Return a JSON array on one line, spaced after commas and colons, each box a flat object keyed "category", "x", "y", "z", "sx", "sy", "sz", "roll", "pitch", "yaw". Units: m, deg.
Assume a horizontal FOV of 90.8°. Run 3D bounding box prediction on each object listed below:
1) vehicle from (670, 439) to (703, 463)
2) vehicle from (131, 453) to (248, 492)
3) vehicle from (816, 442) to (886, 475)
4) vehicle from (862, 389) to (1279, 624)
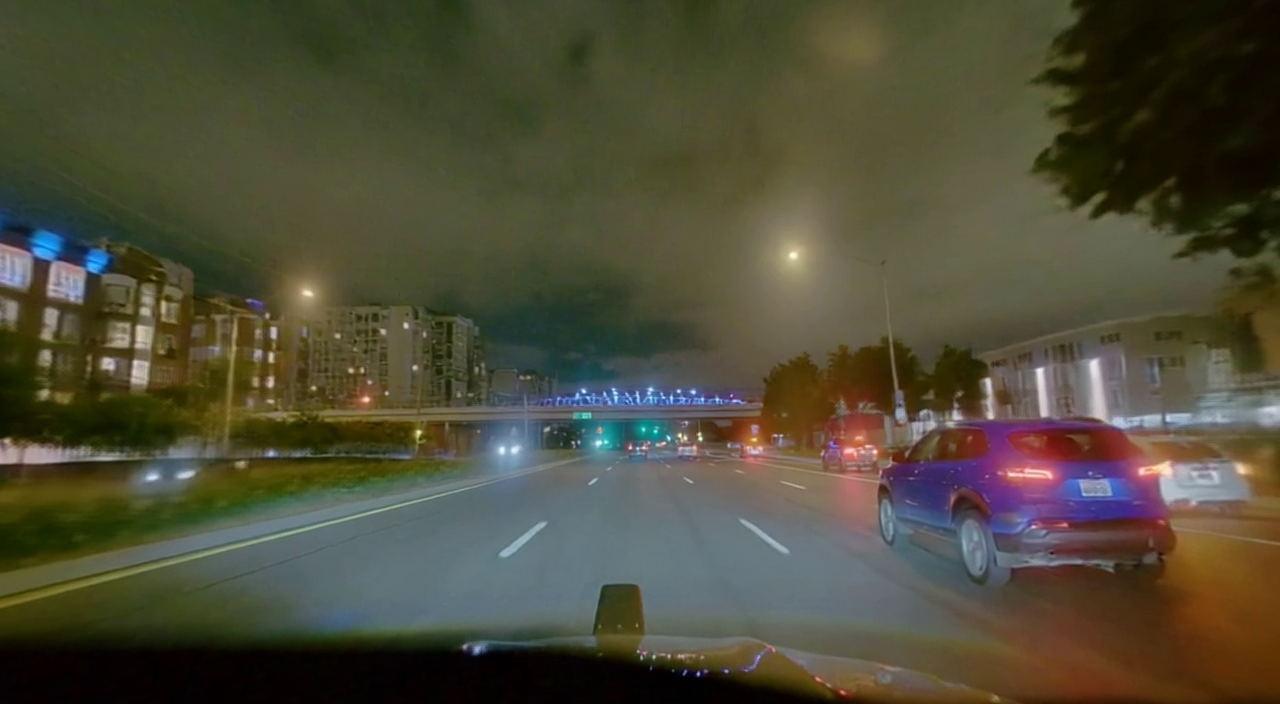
[{"category": "vehicle", "x": 3.458, "y": 7.465, "z": 47.621, "sx": 2.165, "sy": 1.708, "sz": 3.928, "roll": 0, "pitch": -8, "yaw": 0}, {"category": "vehicle", "x": -18.768, "y": 5.012, "z": 26.606, "sx": 1.883, "sy": 1.409, "sz": 4.366, "roll": -1, "pitch": -9, "yaw": -3}, {"category": "vehicle", "x": 10.168, "y": 5.130, "z": 30.733, "sx": 1.888, "sy": 1.468, "sz": 4.175, "roll": 0, "pitch": -8, "yaw": -1}, {"category": "vehicle", "x": 4.399, "y": 1.494, "z": 7.109, "sx": 2.130, "sy": 1.741, "sz": 4.665, "roll": 0, "pitch": -8, "yaw": 1}]
